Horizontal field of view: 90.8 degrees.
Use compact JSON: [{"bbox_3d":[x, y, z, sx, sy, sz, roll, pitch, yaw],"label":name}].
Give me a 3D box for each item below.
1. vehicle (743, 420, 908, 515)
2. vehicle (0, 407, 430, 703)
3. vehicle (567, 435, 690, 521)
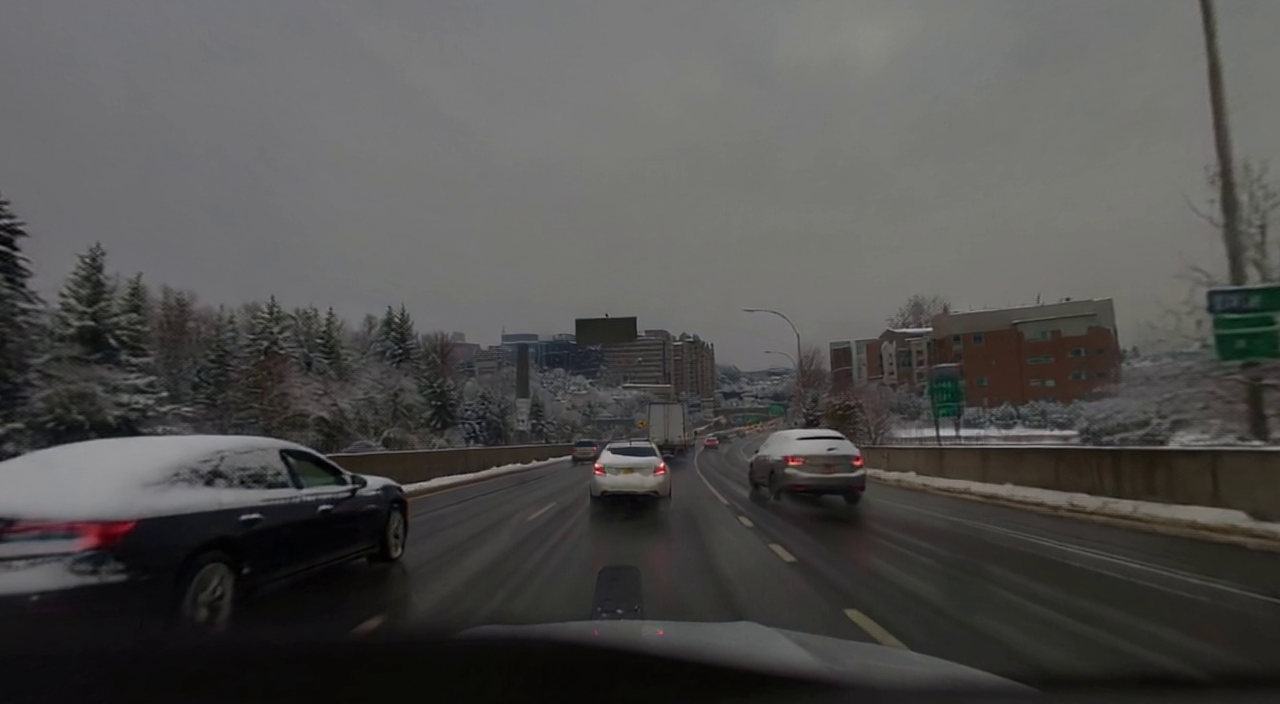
[{"bbox_3d":[3.686,2.406,13.627,2.166,1.666,4.618,0,-9,0],"label":"vehicle"},{"bbox_3d":[-3.693,1.351,5.125,2.130,1.474,5.027,-1,-9,2],"label":"vehicle"},{"bbox_3d":[-0.167,2.496,13.031,2.136,1.470,3.971,0,-9,1],"label":"vehicle"}]
